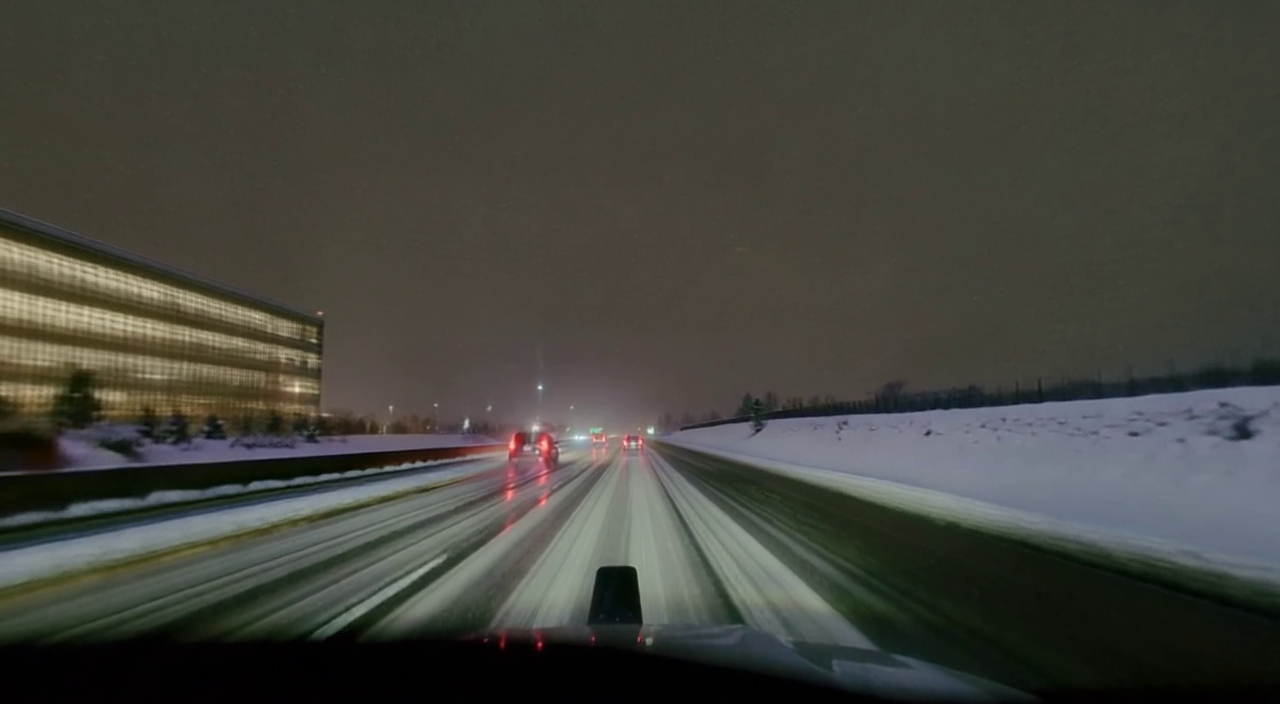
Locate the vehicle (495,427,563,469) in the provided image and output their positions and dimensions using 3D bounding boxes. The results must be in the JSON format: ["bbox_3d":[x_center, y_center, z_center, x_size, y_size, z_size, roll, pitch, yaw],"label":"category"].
[{"bbox_3d":[-4.550,4.006,26.478,2.036,1.612,4.510,0,-8,0],"label":"vehicle"}]

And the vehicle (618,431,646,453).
[{"bbox_3d":[-0.606,6.914,48.362,2.036,1.637,4.009,0,-8,-1],"label":"vehicle"}]
